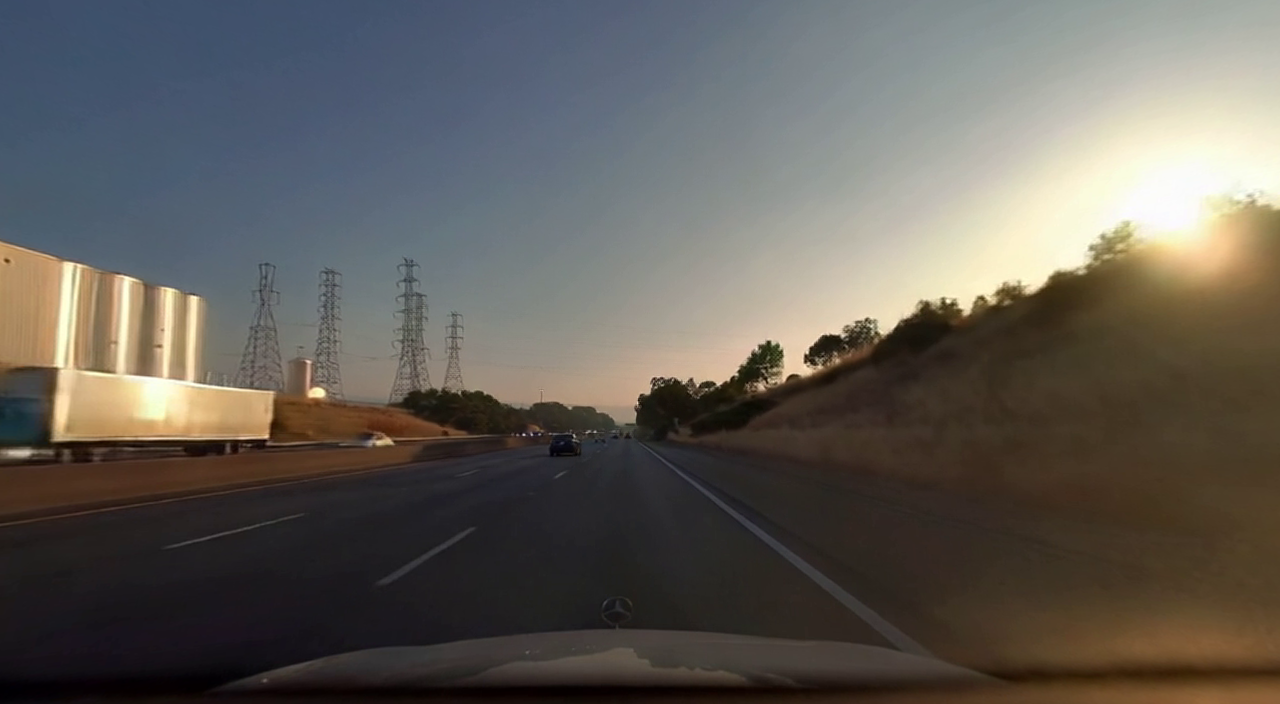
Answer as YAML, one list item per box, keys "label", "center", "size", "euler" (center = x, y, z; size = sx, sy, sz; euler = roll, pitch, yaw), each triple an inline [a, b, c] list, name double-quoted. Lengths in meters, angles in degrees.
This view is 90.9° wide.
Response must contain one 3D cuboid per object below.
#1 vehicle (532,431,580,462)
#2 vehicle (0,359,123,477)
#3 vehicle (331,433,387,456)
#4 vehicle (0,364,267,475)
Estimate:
- label: "vehicle"
  center: [-4.166, 4.767, 31.944]
  size: [1.952, 1.462, 3.969]
  euler: [0, -8, -1]
- label: "vehicle"
  center: [-23.441, 2.537, 23.592]
  size: [2.974, 4.004, 5.936]
  euler: [0, -8, -1]
- label: "vehicle"
  center: [-19.357, 6.387, 43.612]
  size: [1.854, 1.492, 4.445]
  euler: [0, -8, -1]
- label: "vehicle"
  center: [-23.563, 3.392, 30.278]
  size: [2.877, 4.090, 14.040]
  euler: [0, -8, -1]
